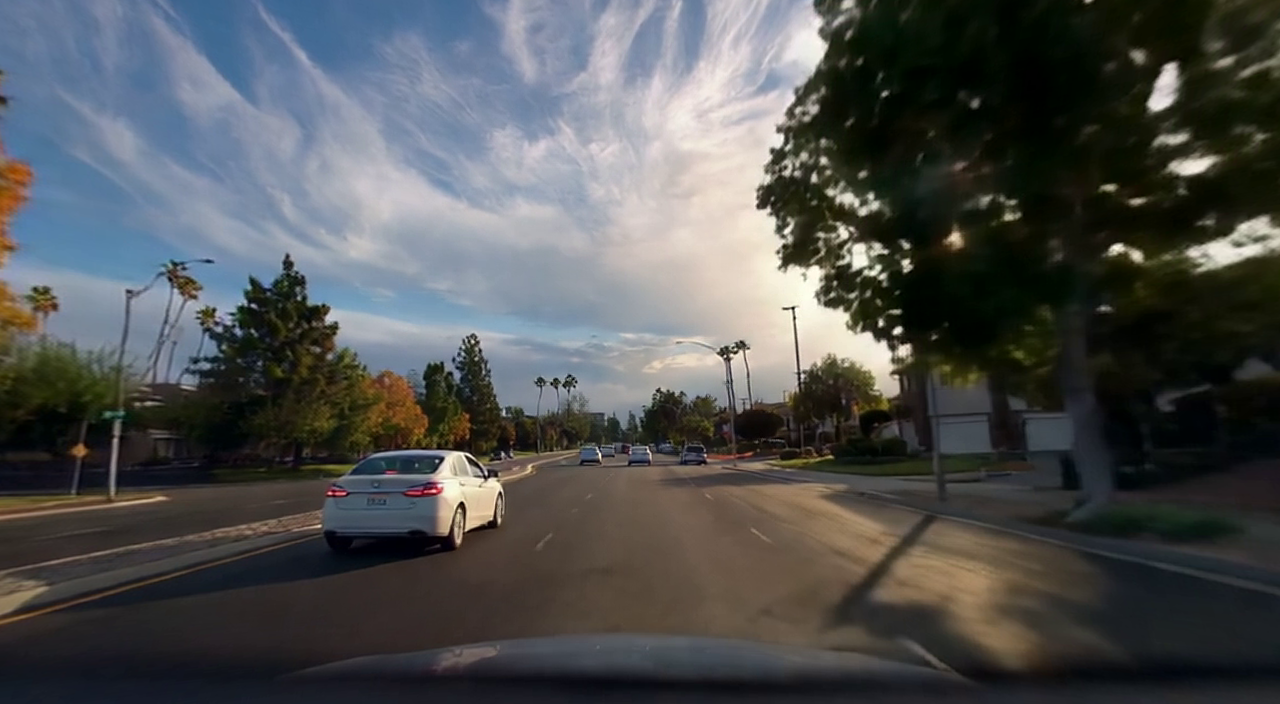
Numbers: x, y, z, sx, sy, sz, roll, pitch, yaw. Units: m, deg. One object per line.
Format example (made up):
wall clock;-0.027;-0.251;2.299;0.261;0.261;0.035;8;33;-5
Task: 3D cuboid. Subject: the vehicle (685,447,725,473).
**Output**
vehicle;3.781;6.378;37.482;1.830;1.451;4.009;0;-8;-2

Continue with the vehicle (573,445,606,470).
vehicle;-3.407;7.176;43.234;2.000;1.569;3.794;0;-8;-1

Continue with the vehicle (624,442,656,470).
vehicle;-0.048;6.967;42.575;2.043;1.734;4.253;0;-8;-2

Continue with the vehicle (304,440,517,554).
vehicle;-3.404;2.215;10.478;1.844;1.451;4.543;0;-8;0
